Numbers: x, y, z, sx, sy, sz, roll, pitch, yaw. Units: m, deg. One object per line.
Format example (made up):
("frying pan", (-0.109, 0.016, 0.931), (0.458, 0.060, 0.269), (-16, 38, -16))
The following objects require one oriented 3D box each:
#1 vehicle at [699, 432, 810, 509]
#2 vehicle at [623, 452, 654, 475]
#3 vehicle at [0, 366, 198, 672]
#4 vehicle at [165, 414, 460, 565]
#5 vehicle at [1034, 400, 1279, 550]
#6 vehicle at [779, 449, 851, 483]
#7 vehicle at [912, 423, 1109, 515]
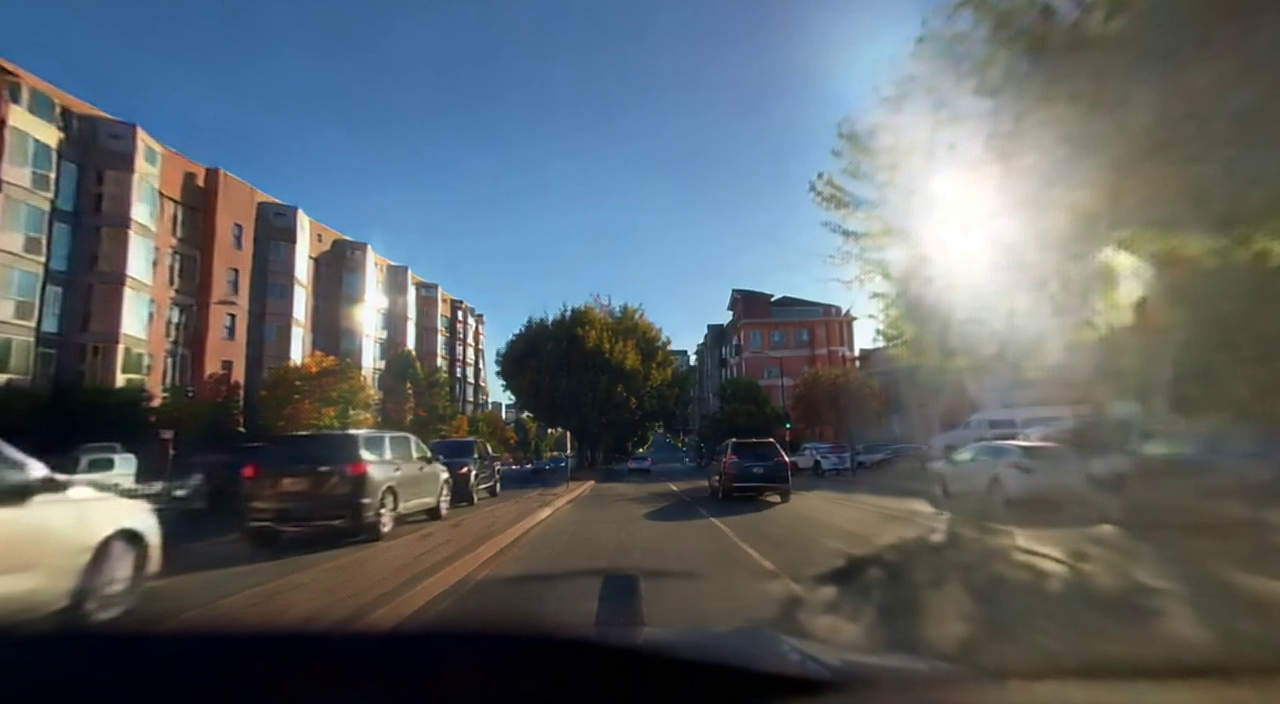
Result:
("vehicle", (3.037, 3.270, 17.966), (2.129, 1.844, 4.767), (0, -8, -2))
("vehicle", (-0.154, 7.868, 44.685), (2.059, 1.492, 4.033), (0, -8, -2))
("vehicle", (-4.961, 0.885, 2.952), (2.275, 1.816, 4.923), (0, -8, -1))
("vehicle", (-4.854, 2.108, 10.666), (2.009, 1.837, 5.590), (0, -8, 0))
("vehicle", (9.046, 1.907, 10.290), (1.935, 1.875, 5.051), (0, -9, 0))
("vehicle", (8.708, 5.703, 31.972), (1.940, 1.512, 5.129), (0, -8, -3))
("vehicle", (8.952, 2.852, 15.930), (1.939, 1.927, 4.833), (0, -8, -1))
